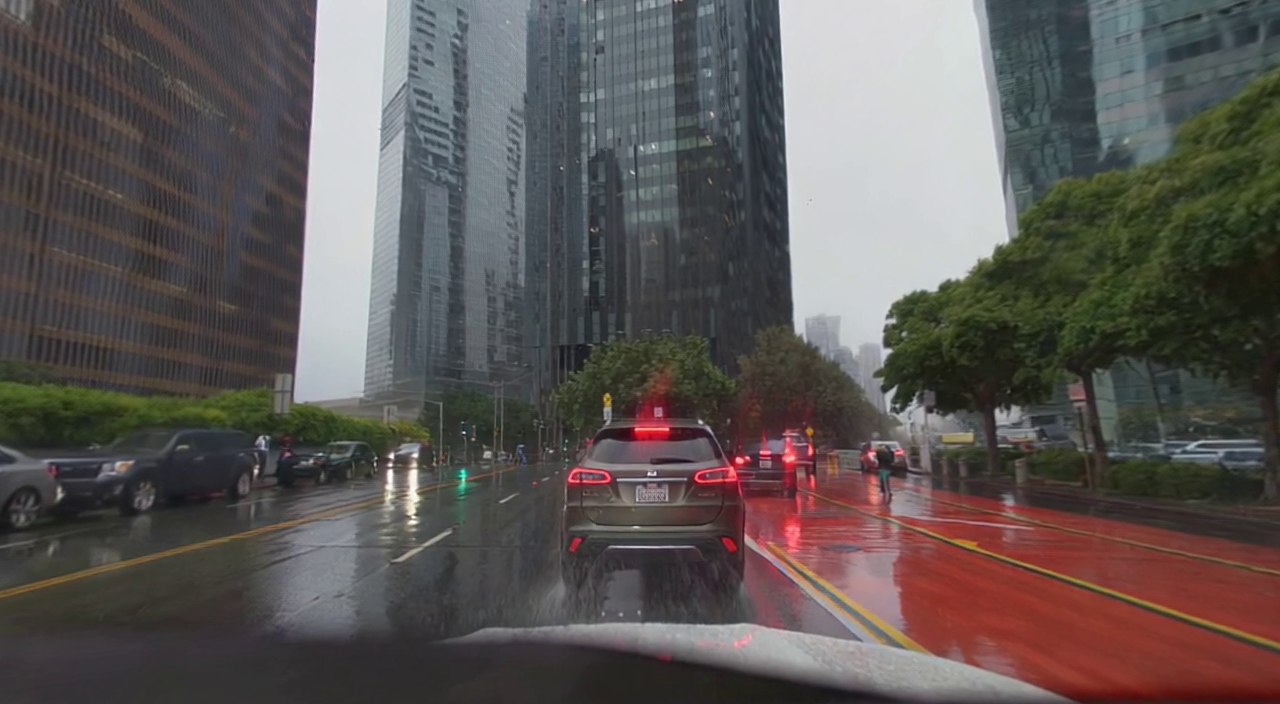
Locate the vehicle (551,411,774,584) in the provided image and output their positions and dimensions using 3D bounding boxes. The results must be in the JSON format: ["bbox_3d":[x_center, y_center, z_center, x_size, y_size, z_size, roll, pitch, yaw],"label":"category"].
[{"bbox_3d":[0.266,1.748,8.393,2.192,1.695,4.142,0,-8,1],"label":"vehicle"}]

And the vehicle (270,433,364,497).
[{"bbox_3d":[-10.950,3.810,21.678,1.559,1.973,3.419,0,-8,-4],"label":"vehicle"}]

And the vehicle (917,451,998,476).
[{"bbox_3d":[23.034,8.029,45.847,4.956,1.706,1.822,-6,-10,34],"label":"vehicle"}]

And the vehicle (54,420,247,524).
[{"bbox_3d":[-10.325,2.515,13.695,1.543,1.946,3.454,1,-8,-5],"label":"vehicle"}]

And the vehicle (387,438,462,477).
[{"bbox_3d":[-11.615,5.720,34.577,2.338,1.963,5.740,0,-8,-3],"label":"vehicle"}]

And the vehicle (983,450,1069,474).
[{"bbox_3d":[28.265,8.034,46.350,5.153,1.626,1.895,-6,-11,36],"label":"vehicle"}]

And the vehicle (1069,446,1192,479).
[{"bbox_3d":[31.123,7.007,40.389,5.890,1.996,2.155,-6,-10,34],"label":"vehicle"}]

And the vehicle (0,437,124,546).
[{"bbox_3d":[-9.962,1.977,8.923,1.844,1.524,4.371,0,-8,-4],"label":"vehicle"}]
